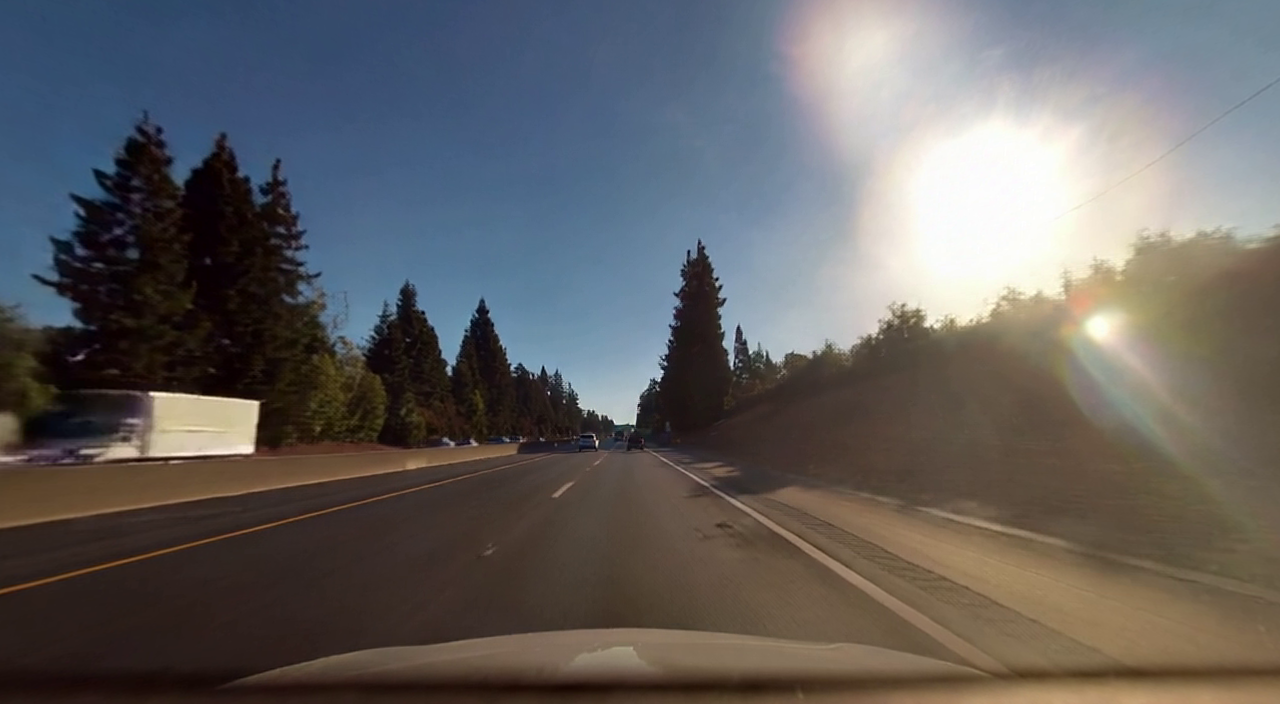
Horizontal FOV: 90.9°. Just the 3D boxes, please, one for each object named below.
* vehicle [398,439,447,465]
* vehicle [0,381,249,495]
[{"bbox_3d":[-12.467,5.732,36.318,1.670,1.408,3.525,0,-8,-1],"label":"vehicle"},{"bbox_3d":[-16.383,2.786,20.556,2.502,3.011,7.439,0,-8,-1],"label":"vehicle"}]
